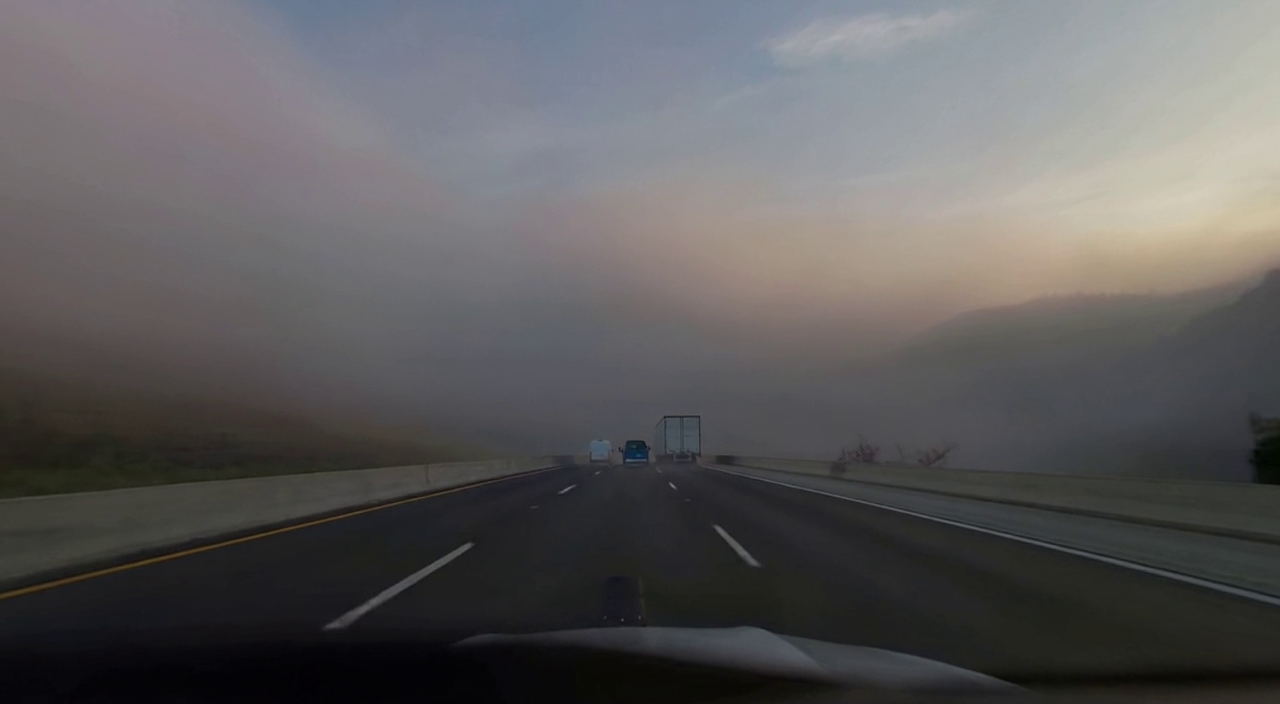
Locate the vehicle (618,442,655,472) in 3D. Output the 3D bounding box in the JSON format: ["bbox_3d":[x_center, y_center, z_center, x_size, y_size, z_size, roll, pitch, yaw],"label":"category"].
[{"bbox_3d":[-0.230,6.546,39.477,2.166,1.747,4.299,0,-9,0],"label":"vehicle"}]
